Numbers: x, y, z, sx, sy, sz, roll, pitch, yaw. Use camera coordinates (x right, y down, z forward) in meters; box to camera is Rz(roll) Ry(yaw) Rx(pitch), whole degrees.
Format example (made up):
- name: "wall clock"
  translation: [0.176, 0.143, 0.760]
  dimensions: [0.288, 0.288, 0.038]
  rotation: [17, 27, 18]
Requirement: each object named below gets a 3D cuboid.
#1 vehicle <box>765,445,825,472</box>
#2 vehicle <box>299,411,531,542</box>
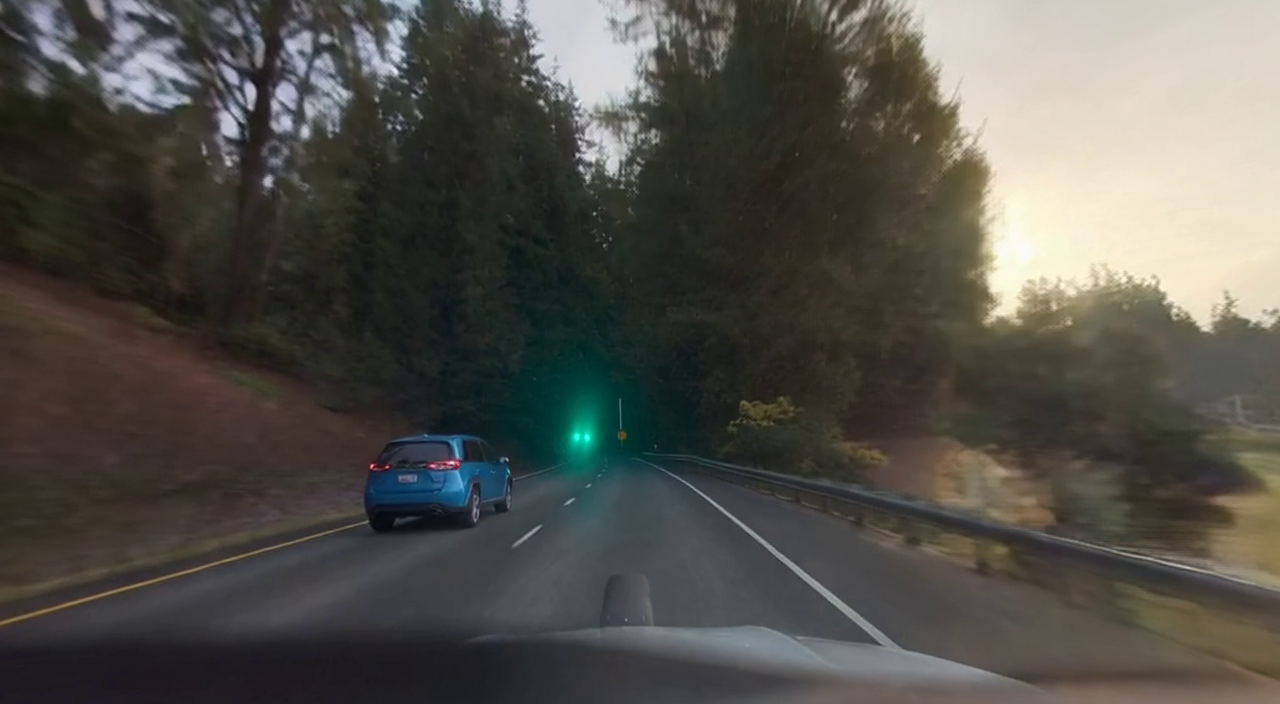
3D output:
- name: "vehicle"
  translation: [8.918, 6.184, 36.529]
  dimensions: [1.606, 1.438, 3.446]
  rotation: [2, -10, -23]
- name: "vehicle"
  translation: [-3.667, 2.156, 11.597]
  dimensions: [2.336, 1.857, 4.986]
  rotation: [0, -8, 1]
